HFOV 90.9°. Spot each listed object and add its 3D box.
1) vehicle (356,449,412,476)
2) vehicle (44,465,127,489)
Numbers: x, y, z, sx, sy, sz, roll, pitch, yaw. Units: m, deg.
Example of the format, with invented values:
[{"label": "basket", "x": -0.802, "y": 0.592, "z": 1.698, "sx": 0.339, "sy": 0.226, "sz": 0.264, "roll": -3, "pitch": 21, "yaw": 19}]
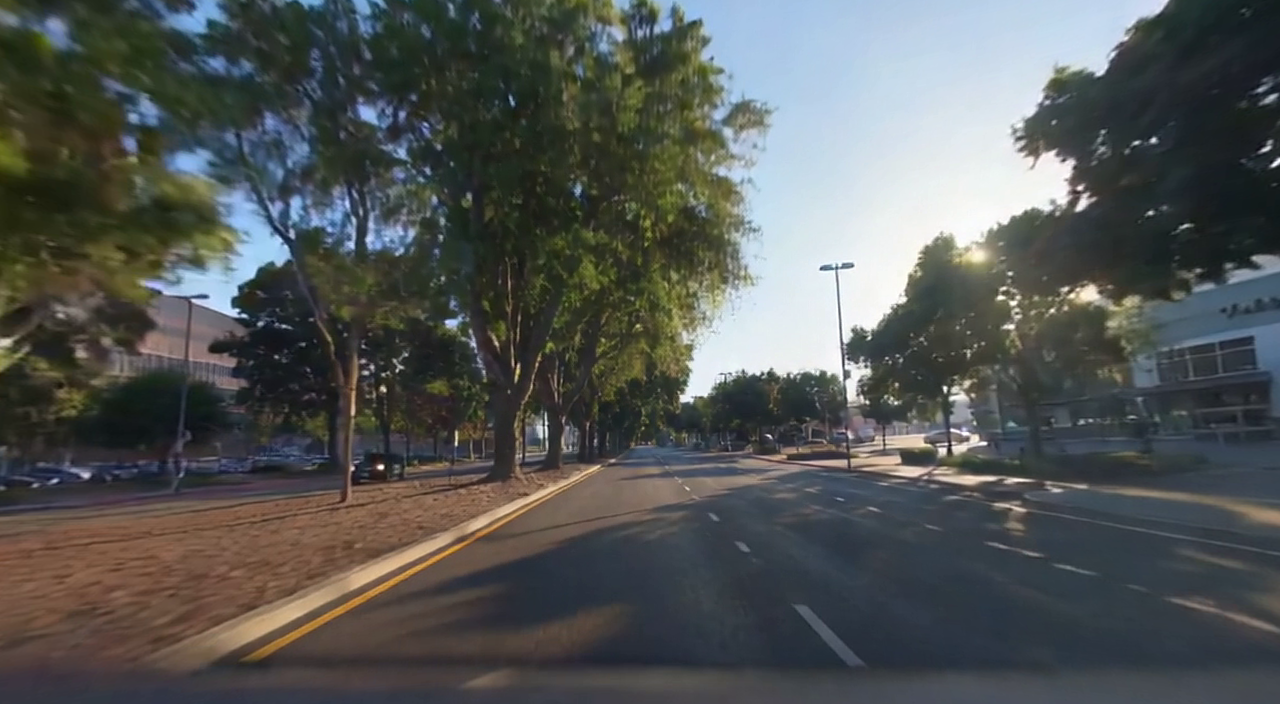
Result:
[{"label": "vehicle", "x": -16.255, "y": 6.934, "z": 39.874, "sx": 2.129, "sy": 1.494, "sz": 5.184, "roll": 6, "pitch": -10, "yaw": -34}, {"label": "vehicle", "x": -37.493, "y": 8.440, "z": 42.746, "sx": 1.736, "sy": 1.393, "sz": 4.317, "roll": 0, "pitch": -8, "yaw": 0}]
